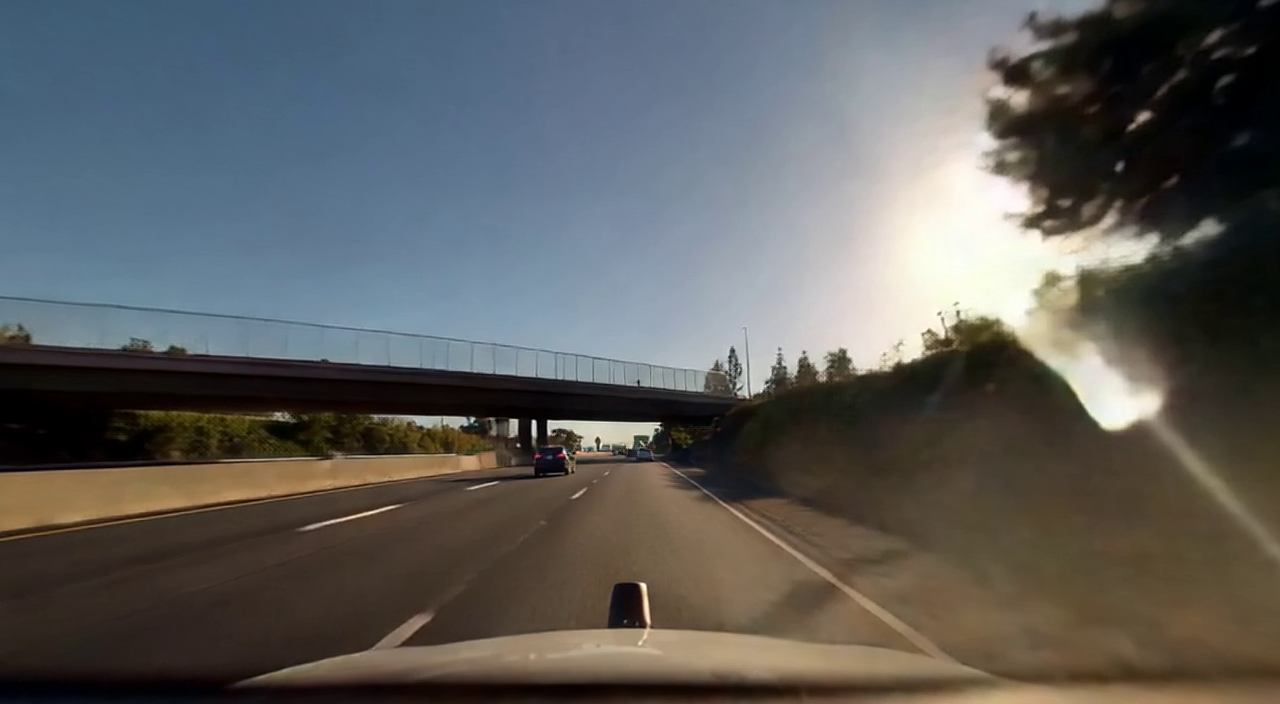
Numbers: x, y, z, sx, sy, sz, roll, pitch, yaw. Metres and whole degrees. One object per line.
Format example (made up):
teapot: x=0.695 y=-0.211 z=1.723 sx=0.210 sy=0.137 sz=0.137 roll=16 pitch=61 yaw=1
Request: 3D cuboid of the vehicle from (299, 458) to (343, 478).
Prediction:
vehicle: x=-24.600 y=8.968 z=48.783 sx=1.615 sy=1.391 sz=3.636 roll=0 pitch=-9 yaw=-3

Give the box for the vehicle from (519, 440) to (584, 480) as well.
vehicle: x=-4.124 y=5.137 z=30.300 sx=2.272 sy=1.759 sz=5.058 roll=0 pitch=-9 yaw=1
